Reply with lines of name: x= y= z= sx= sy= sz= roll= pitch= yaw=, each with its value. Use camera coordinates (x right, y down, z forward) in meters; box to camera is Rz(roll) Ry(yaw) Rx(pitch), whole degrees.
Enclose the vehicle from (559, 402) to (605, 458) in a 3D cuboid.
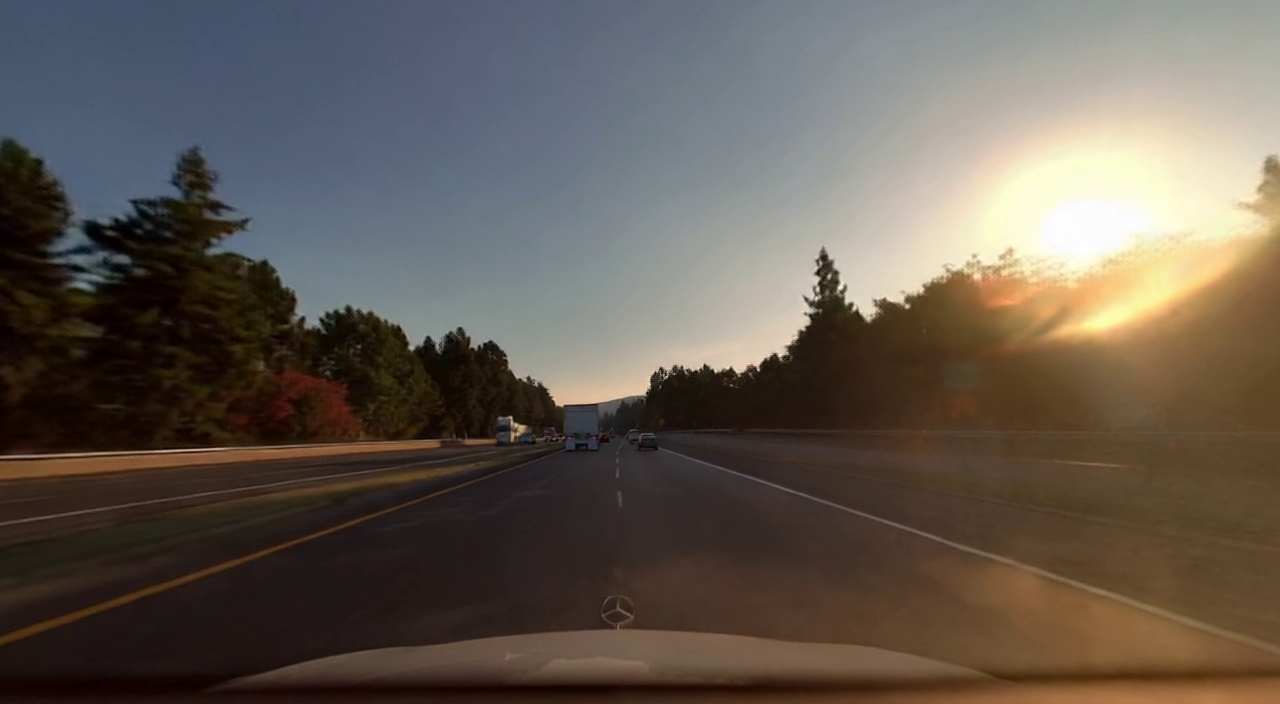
vehicle: x=-3.419 y=4.807 z=38.746 sx=2.450 sy=3.098 sz=6.965 roll=0 pitch=-8 yaw=-2
